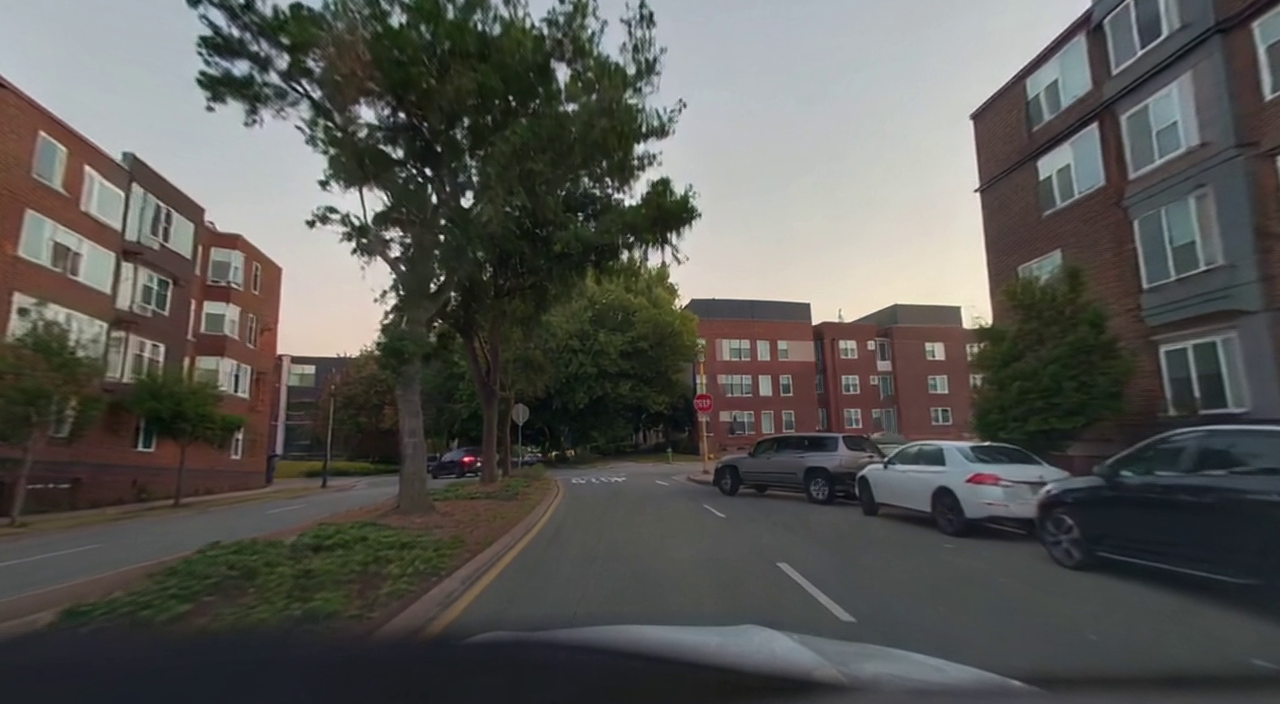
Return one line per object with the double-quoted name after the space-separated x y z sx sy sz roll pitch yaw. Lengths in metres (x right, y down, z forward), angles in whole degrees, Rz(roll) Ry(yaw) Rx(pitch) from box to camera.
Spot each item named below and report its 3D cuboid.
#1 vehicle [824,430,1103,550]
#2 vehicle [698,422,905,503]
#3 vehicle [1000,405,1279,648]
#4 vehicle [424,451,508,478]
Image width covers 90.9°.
4.784 2.073 10.435 1.758 1.454 5.088 0 -8 -2 "vehicle"
3.613 2.659 15.150 2.065 1.529 4.709 1 -10 -28 "vehicle"
4.988 1.186 4.517 1.989 1.503 4.594 0 -9 -2 "vehicle"
-10.681 6.861 38.652 4.654 1.503 1.951 -3 -8 19 "vehicle"
